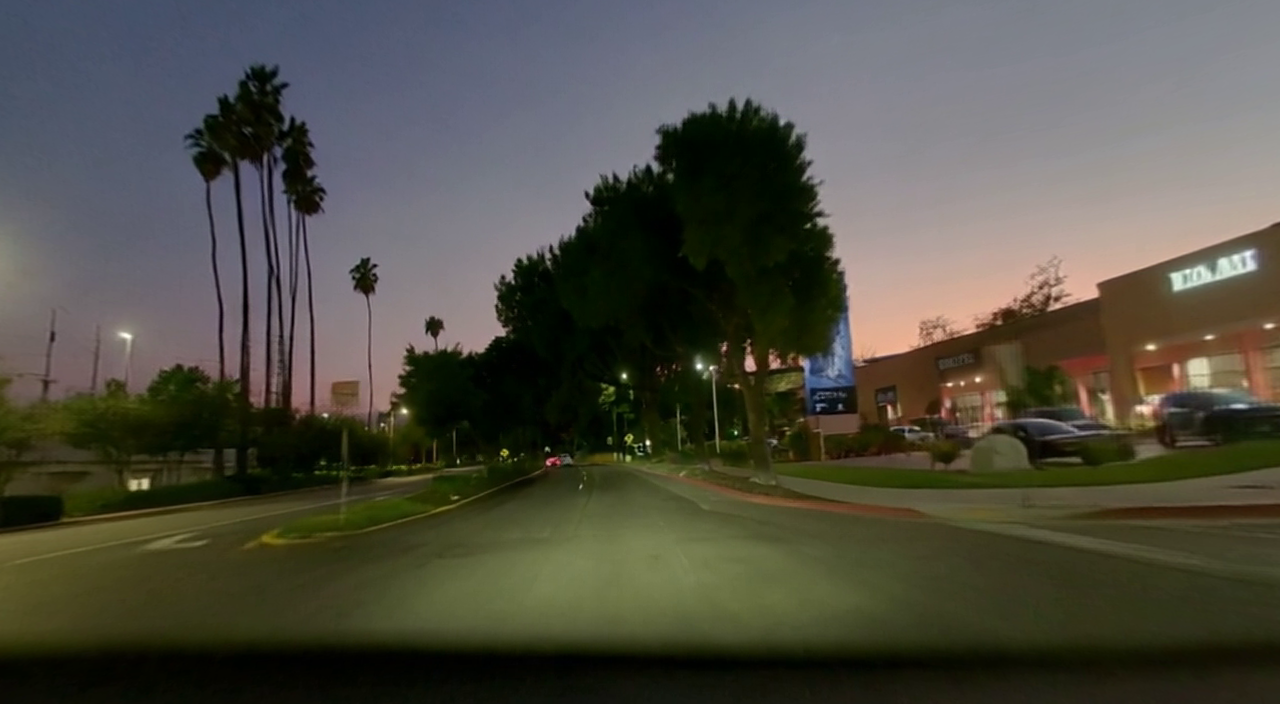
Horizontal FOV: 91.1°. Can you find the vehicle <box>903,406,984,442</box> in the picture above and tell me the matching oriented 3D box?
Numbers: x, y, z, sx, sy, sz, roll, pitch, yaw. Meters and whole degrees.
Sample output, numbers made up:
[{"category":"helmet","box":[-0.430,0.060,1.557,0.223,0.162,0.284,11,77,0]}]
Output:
[{"category":"vehicle","box":[18.201,4.412,37.912,1.992,1.767,4.848,-7,-9,-5]}]

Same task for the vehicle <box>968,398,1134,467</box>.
[{"category":"vehicle","box":[11.617,2.405,18.304,2.196,1.715,4.918,-1,-9,10]}]

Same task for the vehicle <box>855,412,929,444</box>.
[{"category":"vehicle","box":[17.908,5.408,44.636,4.537,1.686,2.002,-3,-11,-21]}]

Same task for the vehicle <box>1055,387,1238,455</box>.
[{"category":"vehicle","box":[14.202,2.081,18.049,2.065,1.687,4.584,-2,-9,11]}]

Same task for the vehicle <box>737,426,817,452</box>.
[{"category":"vehicle","box":[8.919,5.713,41.208,4.671,1.630,2.200,0,-9,-3]}]
